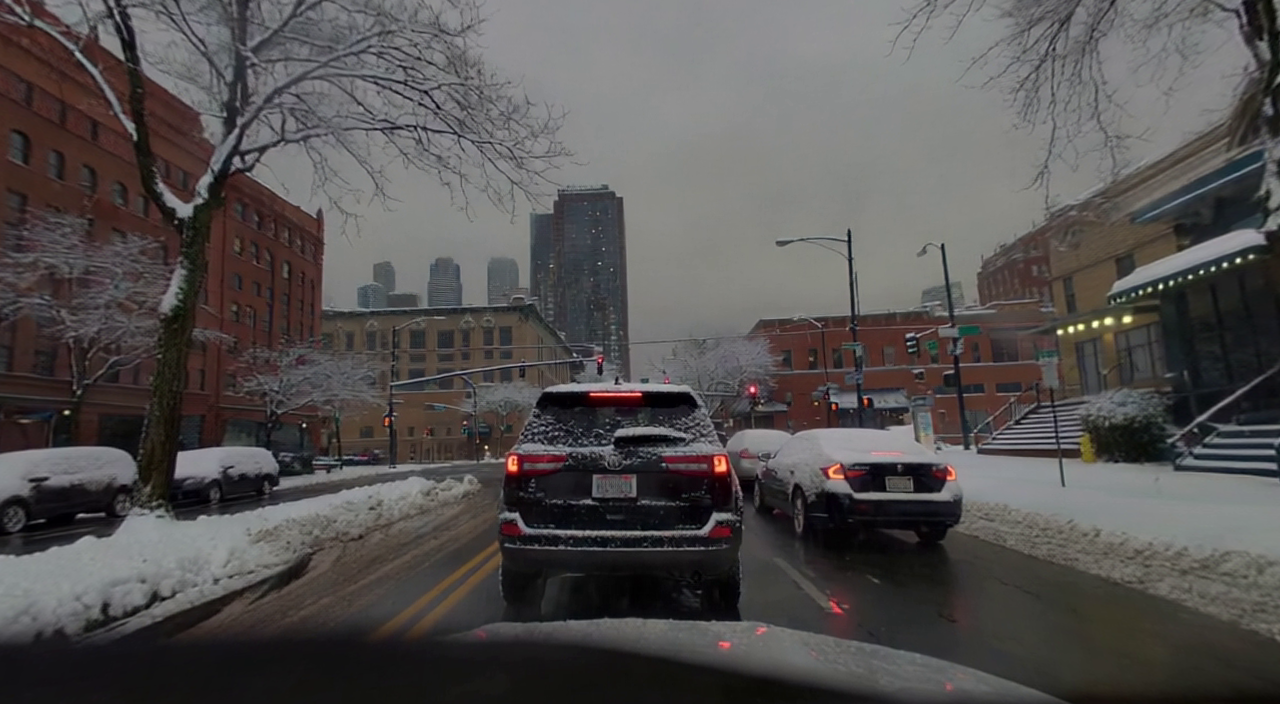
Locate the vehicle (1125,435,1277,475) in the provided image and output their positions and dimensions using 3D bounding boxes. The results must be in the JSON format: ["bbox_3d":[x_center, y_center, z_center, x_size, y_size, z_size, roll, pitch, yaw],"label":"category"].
[{"bbox_3d":[22.111,4.057,24.991,4.055,1.469,1.848,-4,-9,26],"label":"vehicle"}]

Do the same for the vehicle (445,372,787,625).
[{"bbox_3d":[-0.163,1.366,6.758,2.453,1.816,4.300,0,-8,0],"label":"vehicle"}]

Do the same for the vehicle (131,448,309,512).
[{"bbox_3d":[-12.466,3.781,19.142,2.207,1.648,4.675,0,-8,-1],"label":"vehicle"}]

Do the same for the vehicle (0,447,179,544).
[{"bbox_3d":[-12.547,2.916,13.470,1.891,1.723,4.360,0,-8,1],"label":"vehicle"}]

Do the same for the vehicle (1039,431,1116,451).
[{"bbox_3d":[34.499,7.054,49.496,5.224,1.515,2.164,3,-9,-18],"label":"vehicle"}]

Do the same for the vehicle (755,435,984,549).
[{"bbox_3d":[3.288,2.084,10.070,2.056,1.422,4.130,0,-8,-1],"label":"vehicle"}]
